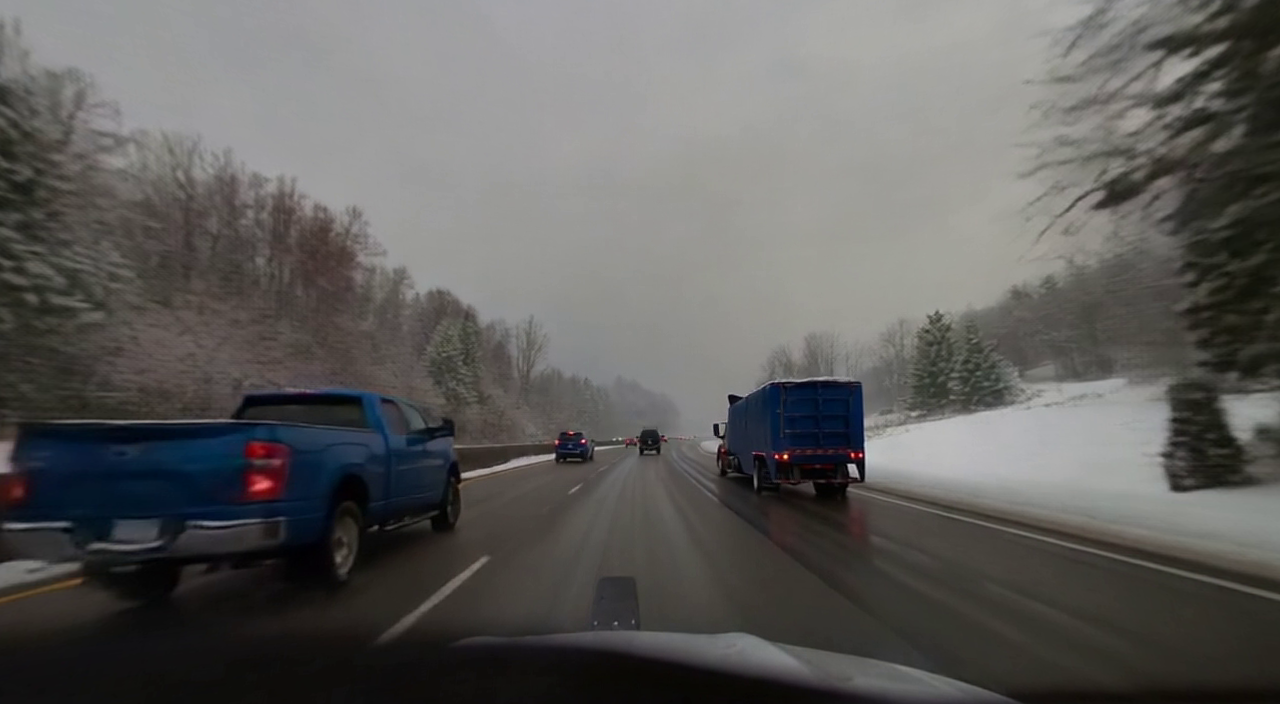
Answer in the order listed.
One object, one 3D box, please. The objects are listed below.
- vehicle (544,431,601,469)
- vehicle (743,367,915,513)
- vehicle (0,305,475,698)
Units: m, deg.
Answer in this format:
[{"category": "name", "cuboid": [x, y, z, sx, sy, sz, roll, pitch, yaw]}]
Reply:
[{"category": "vehicle", "cuboid": [-2.988, 4.408, 28.729, 2.008, 1.588, 4.147, 0, -8, 1]}, {"category": "vehicle", "cuboid": [3.669, 1.819, 13.198, 2.256, 2.568, 4.049, 0, -8, -1]}, {"category": "vehicle", "cuboid": [-3.211, 1.052, 5.609, 2.204, 1.991, 4.720, 0, -8, 0]}]
